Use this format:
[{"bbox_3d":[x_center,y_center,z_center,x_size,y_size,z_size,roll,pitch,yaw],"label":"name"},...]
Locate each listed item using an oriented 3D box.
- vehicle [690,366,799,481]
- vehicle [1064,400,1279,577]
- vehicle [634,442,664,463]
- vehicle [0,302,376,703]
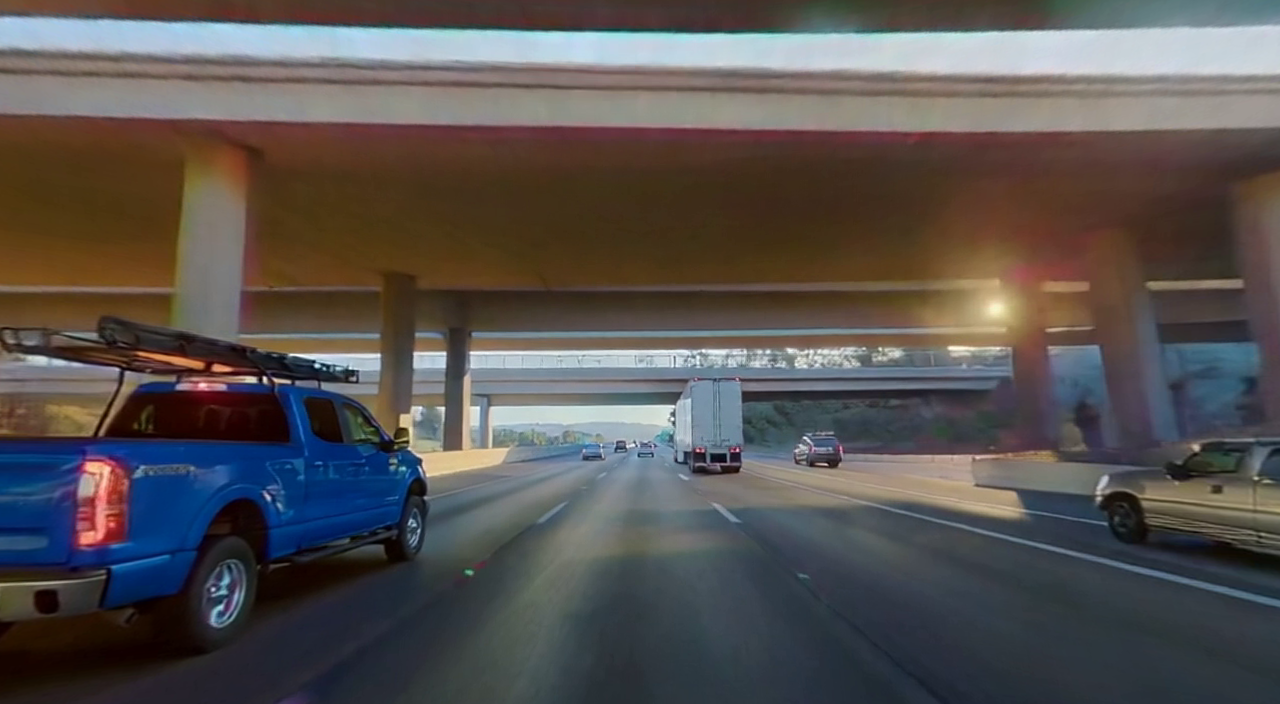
[{"bbox_3d":[4.176,3.457,28.773,2.885,4.036,12.891,0,-8,1],"label":"vehicle"},{"bbox_3d":[7.219,1.430,6.848,1.999,1.700,4.640,0,-8,1],"label":"vehicle"},{"bbox_3d":[0.680,7.293,45.892,2.092,1.446,4.092,0,-8,1],"label":"vehicle"},{"bbox_3d":[-4.526,0.976,4.417,2.599,2.054,6.288,0,-8,0],"label":"vehicle"}]
